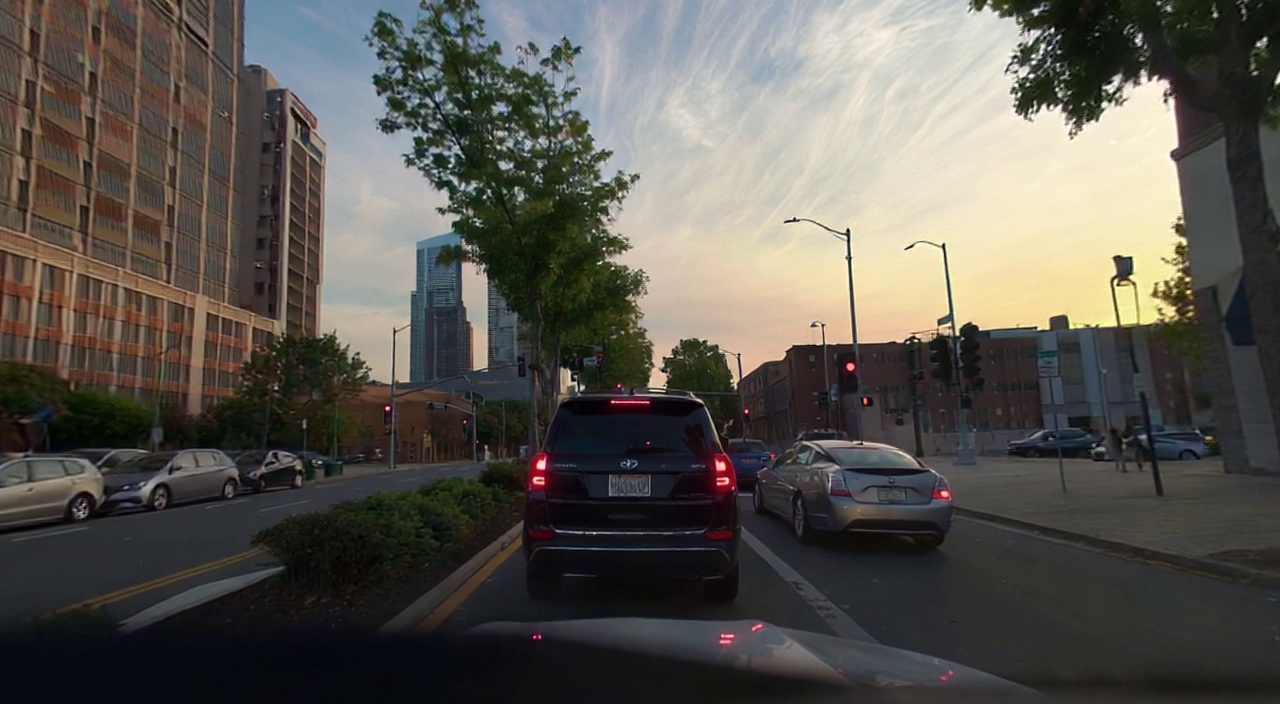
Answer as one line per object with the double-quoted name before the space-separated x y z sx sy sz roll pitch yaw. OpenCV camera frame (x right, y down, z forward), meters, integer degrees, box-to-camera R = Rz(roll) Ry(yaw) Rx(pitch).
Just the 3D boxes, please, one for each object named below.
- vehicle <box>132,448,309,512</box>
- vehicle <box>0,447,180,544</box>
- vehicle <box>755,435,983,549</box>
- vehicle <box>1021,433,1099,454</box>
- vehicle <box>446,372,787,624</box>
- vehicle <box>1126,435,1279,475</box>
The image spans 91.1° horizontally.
"vehicle" -12.456 3.785 19.138 2.207 1.648 4.675 0 -8 -1
"vehicle" -12.531 2.916 13.470 1.891 1.723 4.360 0 -8 1
"vehicle" 3.294 2.085 10.086 2.056 1.422 4.130 0 -8 -1
"vehicle" 32.499 7.085 48.601 5.224 1.515 2.164 3 -9 -18
"vehicle" -0.161 1.365 6.771 2.453 1.816 4.300 0 -8 0
"vehicle" 22.160 4.052 24.965 4.055 1.469 1.848 -4 -9 26
